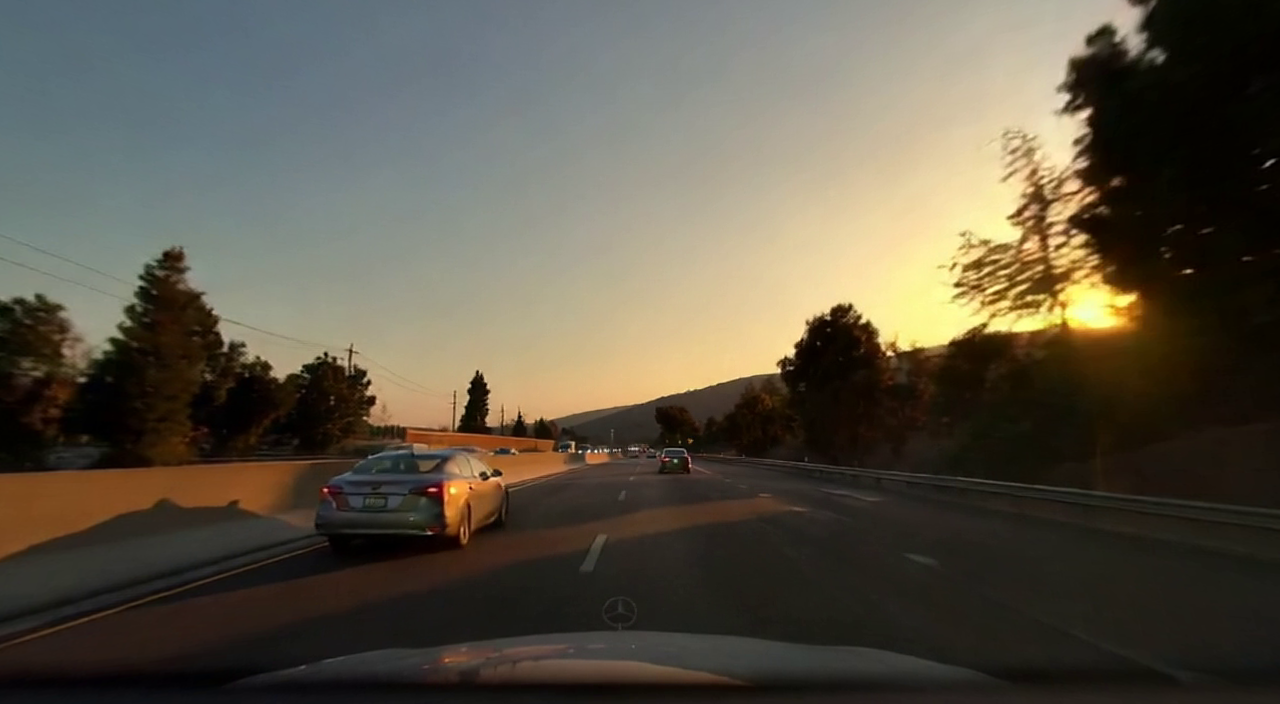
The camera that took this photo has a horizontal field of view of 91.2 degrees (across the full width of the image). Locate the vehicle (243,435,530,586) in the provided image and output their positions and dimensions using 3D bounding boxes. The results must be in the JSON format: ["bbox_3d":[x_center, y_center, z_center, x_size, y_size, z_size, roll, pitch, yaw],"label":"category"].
[{"bbox_3d":[-2.899,1.900,8.377,2.013,1.479,4.169,0,-9,1],"label":"vehicle"}]

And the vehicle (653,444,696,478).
[{"bbox_3d":[1.643,5.344,30.920,1.910,1.554,3.718,0,-9,0],"label":"vehicle"}]
